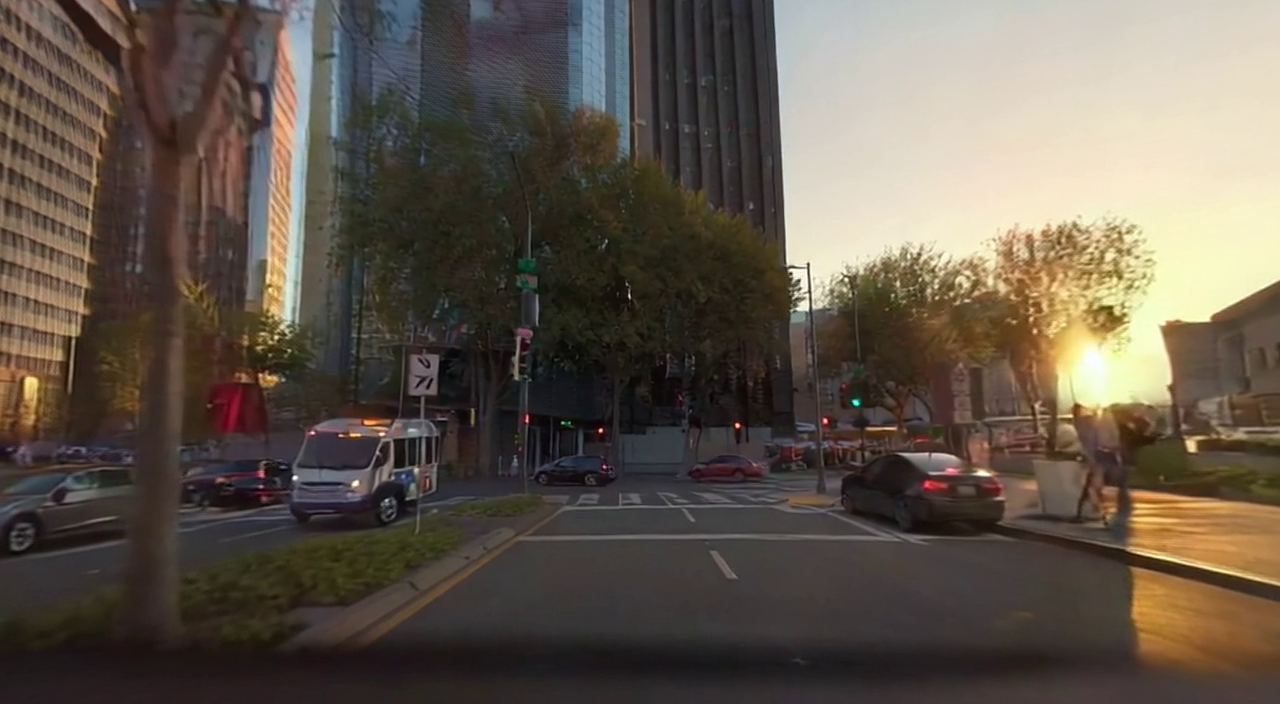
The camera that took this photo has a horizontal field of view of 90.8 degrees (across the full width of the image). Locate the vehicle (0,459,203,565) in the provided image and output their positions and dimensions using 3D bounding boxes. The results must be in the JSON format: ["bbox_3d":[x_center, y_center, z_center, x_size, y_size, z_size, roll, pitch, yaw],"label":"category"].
[{"bbox_3d":[-11.377,3.005,12.653,1.968,1.608,4.609,0,-8,-1],"label":"vehicle"}]

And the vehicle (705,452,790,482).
[{"bbox_3d":[6.218,6.703,36.963,4.693,1.617,1.849,-1,-8,2],"label":"vehicle"}]

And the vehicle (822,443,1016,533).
[{"bbox_3d":[5.469,2.679,13.166,1.888,1.536,4.381,0,-8,-2],"label":"vehicle"}]

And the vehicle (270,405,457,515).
[{"bbox_3d":[-8.380,3.378,20.291,2.591,2.910,6.652,-1,-8,4],"label":"vehicle"}]

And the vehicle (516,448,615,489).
[{"bbox_3d":[-3.839,5.987,32.851,4.742,1.906,1.933,6,-10,-35],"label":"vehicle"}]
